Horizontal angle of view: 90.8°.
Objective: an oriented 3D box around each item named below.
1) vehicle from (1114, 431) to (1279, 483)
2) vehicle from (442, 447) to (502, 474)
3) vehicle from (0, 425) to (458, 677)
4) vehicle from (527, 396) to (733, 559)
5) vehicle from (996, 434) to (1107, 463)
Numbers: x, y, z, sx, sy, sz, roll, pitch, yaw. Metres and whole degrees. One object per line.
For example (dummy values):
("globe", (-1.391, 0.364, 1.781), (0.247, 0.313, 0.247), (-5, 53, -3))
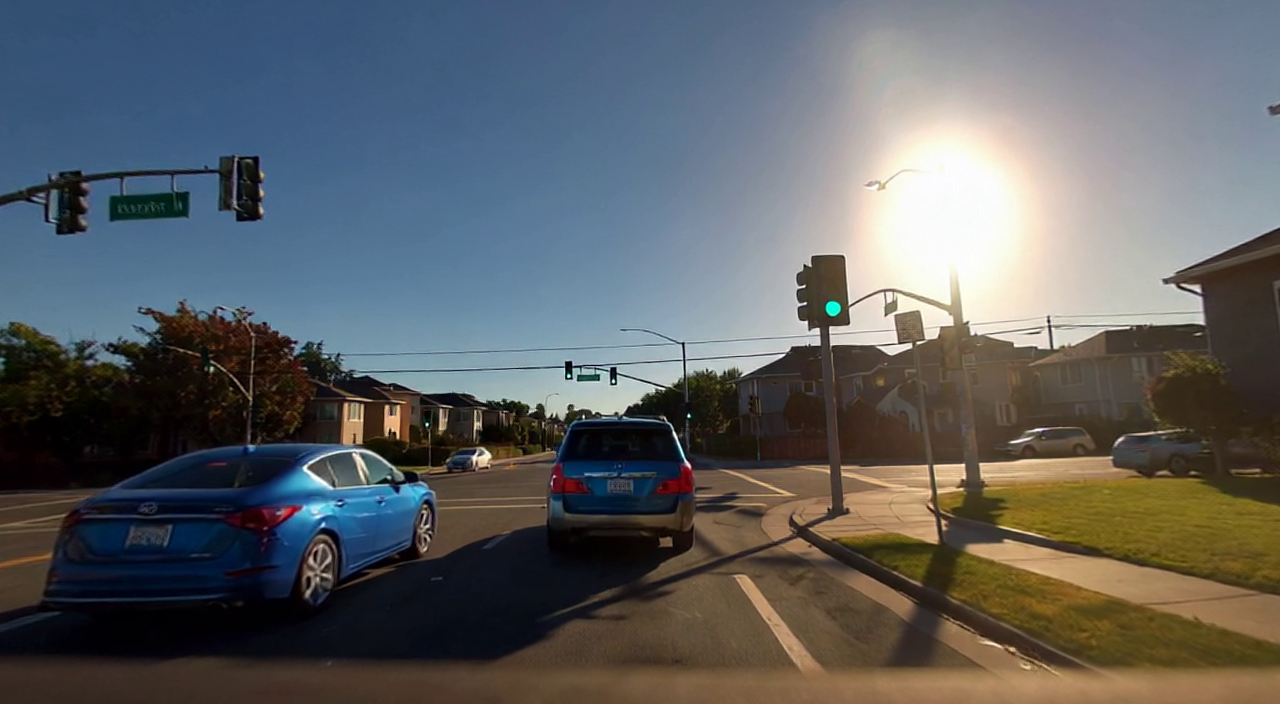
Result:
("vehicle", (17.236, 3.081, 18.654), (4.715, 1.439, 1.874), (-2, -9, 14))
("vehicle", (-9.615, 6.243, 36.602), (2.028, 1.474, 4.637), (-1, -8, 3))
("vehicle", (-3.331, 1.495, 5.954), (1.934, 1.459, 4.368), (0, -8, 0))
("vehicle", (-0.180, 1.801, 9.762), (2.396, 1.881, 4.606), (0, -8, -2))
("vehicle", (21.362, 5.023, 32.995), (4.353, 1.431, 1.876), (-2, -9, 14))
